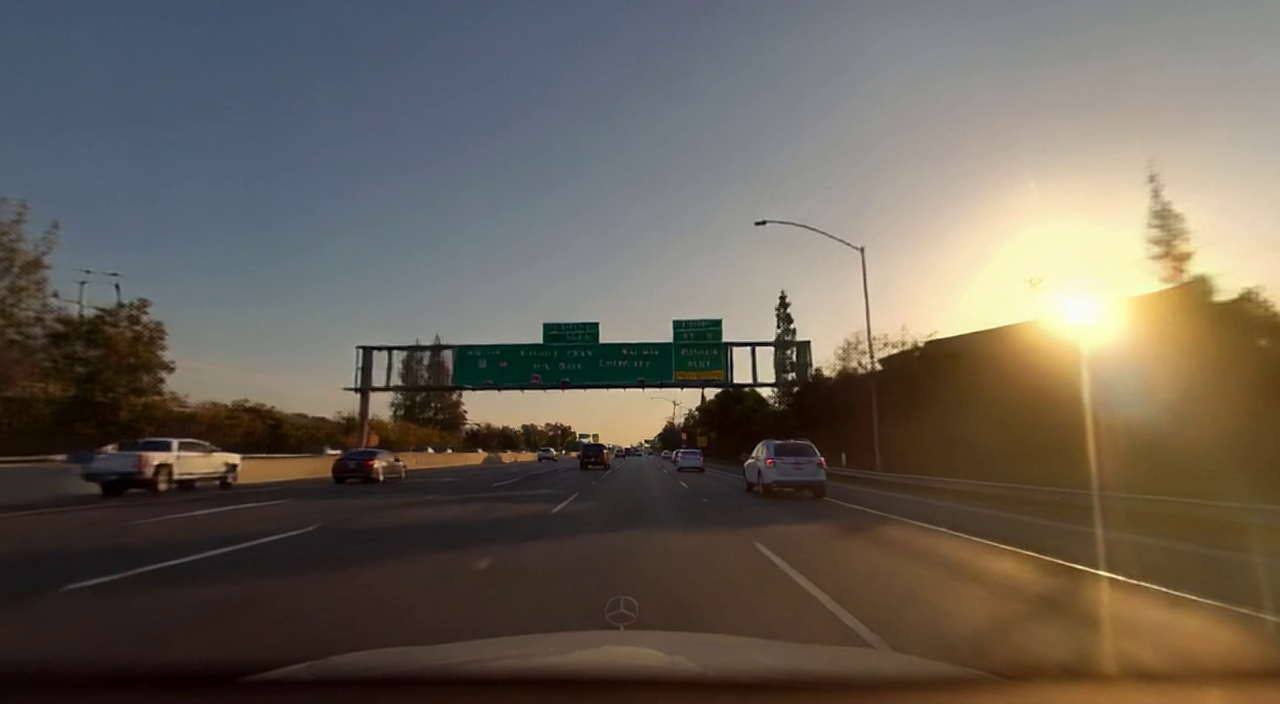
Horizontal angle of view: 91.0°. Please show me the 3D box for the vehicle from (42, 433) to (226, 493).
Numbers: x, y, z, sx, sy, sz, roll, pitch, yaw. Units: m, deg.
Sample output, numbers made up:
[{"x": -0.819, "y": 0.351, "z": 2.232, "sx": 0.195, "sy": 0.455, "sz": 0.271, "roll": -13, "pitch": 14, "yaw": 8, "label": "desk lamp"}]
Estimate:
[{"x": -16.924, "y": 3.730, "z": 21.502, "sx": 2.181, "sy": 1.819, "sz": 4.830, "roll": 0, "pitch": -9, "yaw": 1, "label": "vehicle"}]

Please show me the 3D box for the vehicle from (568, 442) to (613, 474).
[{"x": -3.061, "y": 6.735, "z": 40.238, "sx": 2.449, "sy": 1.929, "sz": 5.503, "roll": 0, "pitch": -9, "yaw": 0, "label": "vehicle"}]

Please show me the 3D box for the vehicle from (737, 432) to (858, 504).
[{"x": 4.298, "y": 3.273, "z": 18.156, "sx": 2.218, "sy": 1.776, "sz": 4.807, "roll": 0, "pitch": -9, "yaw": 0, "label": "vehicle"}]

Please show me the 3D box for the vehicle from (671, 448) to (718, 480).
[{"x": 2.785, "y": 5.846, "z": 33.240, "sx": 2.126, "sy": 1.529, "sz": 4.438, "roll": 0, "pitch": -9, "yaw": 1, "label": "vehicle"}]

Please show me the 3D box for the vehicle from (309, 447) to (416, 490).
[{"x": -10.515, "y": 4.422, "z": 24.331, "sx": 1.974, "sy": 1.472, "sz": 4.684, "roll": 0, "pitch": -9, "yaw": 0, "label": "vehicle"}]
